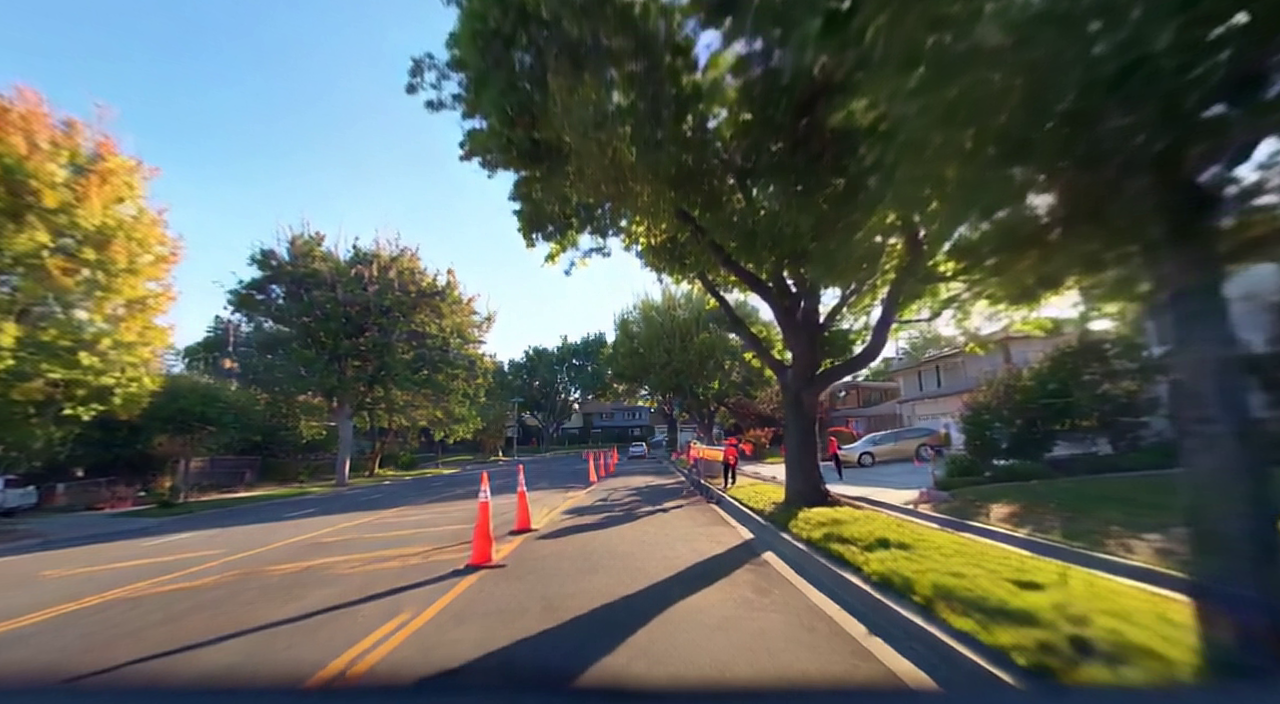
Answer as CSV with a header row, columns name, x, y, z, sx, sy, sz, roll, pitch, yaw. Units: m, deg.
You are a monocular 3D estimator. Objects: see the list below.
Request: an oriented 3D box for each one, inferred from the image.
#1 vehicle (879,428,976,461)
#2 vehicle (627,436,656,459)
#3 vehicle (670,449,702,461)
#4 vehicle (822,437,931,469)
name,x,y,z,sx,sy,sz,roll,pitch,yaw
vehicle,15.622,5.046,34.313,4.302,1.736,1.932,0,-8,-2
vehicle,0.102,7.490,49.305,2.151,1.708,4.084,0,-9,0
vehicle,3.415,7.744,47.494,2.123,0.883,3.024,0,-9,-1
vehicle,11.232,4.824,30.117,4.463,1.466,1.813,-1,-9,4
